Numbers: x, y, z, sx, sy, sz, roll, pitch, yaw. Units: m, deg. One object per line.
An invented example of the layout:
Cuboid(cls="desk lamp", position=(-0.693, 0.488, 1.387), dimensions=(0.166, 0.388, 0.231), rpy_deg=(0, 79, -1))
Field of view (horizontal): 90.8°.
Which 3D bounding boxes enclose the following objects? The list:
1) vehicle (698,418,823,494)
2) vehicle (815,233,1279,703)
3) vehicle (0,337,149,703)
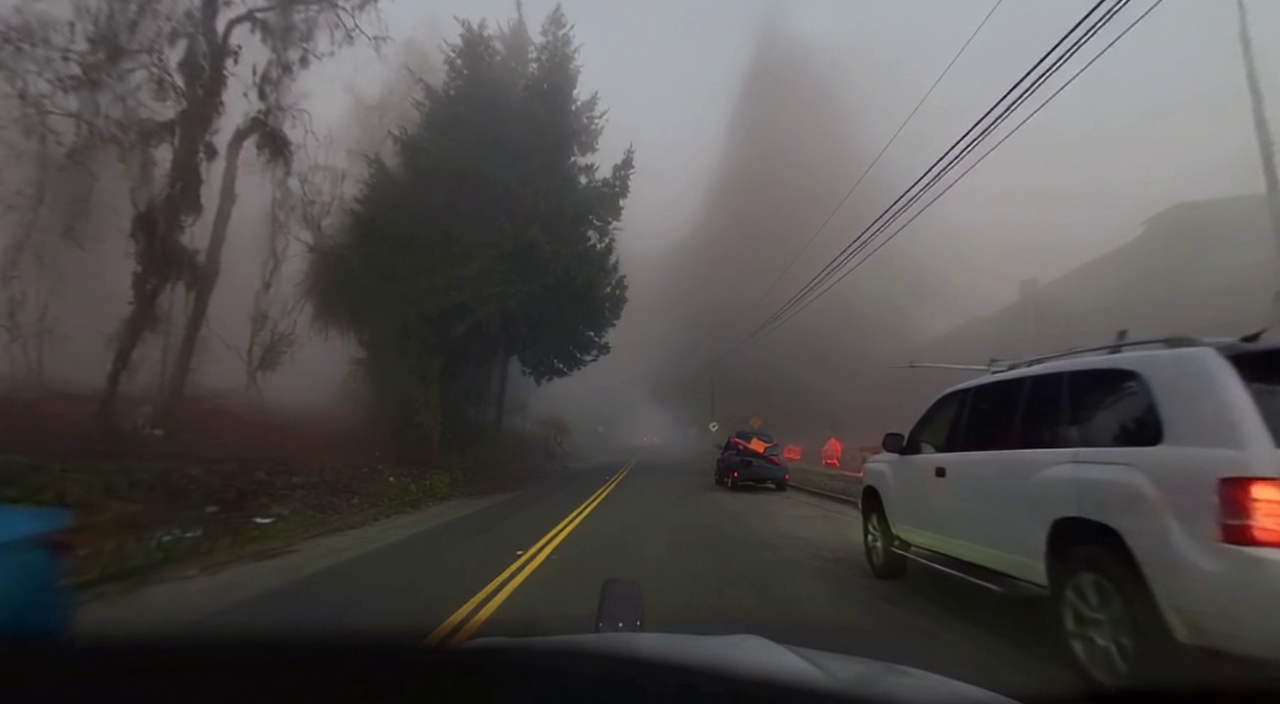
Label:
Cuboid(cls="vehicle", position=(3.553, 3.304, 20.360), dimensions=(2.617, 2.020, 6.531), rpy_deg=(0, -9, -1))
Cuboid(cls="vehicle", position=(3.605, 1.058, 5.135), dimensions=(2.759, 2.114, 6.152), rpy_deg=(-1, -9, 2))
Cuboid(cls="vehicle", position=(-3.540, 0.586, 0.905), dimensions=(2.078, 1.716, 4.367), rpy_deg=(0, -8, 1))
